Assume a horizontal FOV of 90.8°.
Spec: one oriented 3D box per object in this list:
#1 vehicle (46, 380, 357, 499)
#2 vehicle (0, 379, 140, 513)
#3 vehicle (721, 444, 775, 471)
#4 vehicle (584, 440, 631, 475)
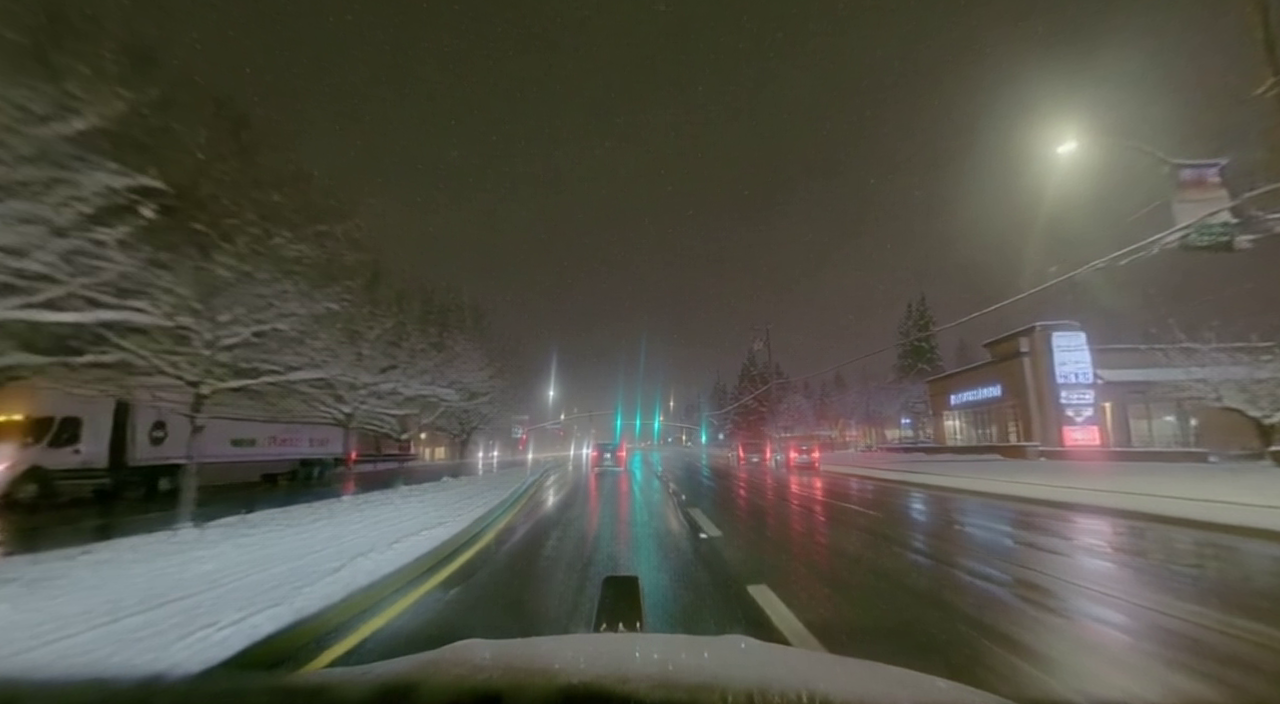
[{"bbox_3d":[-19.285,4.331,30.809,3.133,4.167,16.699,0,-8,1],"label":"vehicle"},{"bbox_3d":[-19.436,2.957,20.168,2.986,3.786,4.453,0,-8,1],"label":"vehicle"},{"bbox_3d":[6.211,6.114,36.817,2.075,1.475,4.571,0,-8,-3],"label":"vehicle"},{"bbox_3d":[-1.589,5.029,30.339,2.072,1.545,4.578,0,-8,-4],"label":"vehicle"}]
